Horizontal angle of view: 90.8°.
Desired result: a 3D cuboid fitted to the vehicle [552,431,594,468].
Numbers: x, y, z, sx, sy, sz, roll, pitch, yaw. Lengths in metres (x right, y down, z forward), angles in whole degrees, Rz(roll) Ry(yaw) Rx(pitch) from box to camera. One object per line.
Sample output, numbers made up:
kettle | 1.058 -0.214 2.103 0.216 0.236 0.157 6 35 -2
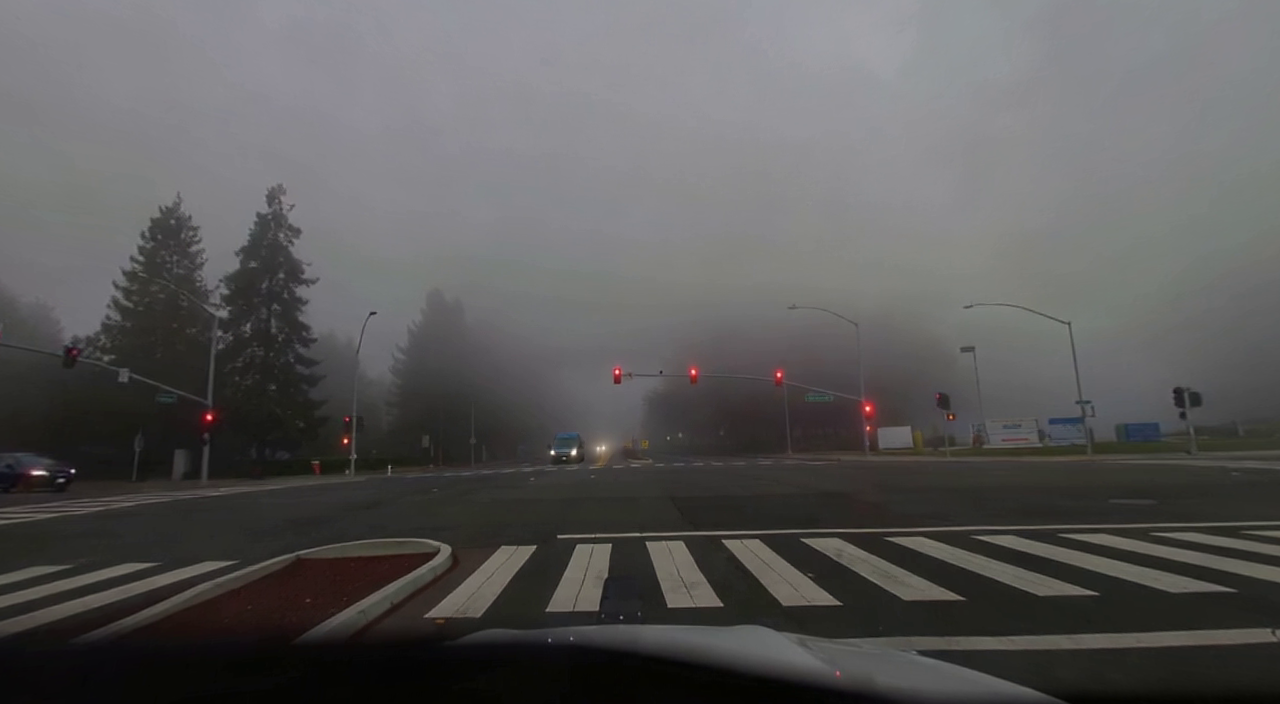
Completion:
vehicle | -4.614 6.899 44.688 2.465 2.404 5.791 0 -8 -1

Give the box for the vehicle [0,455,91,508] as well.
vehicle | -32.659 6.731 33.261 5.861 2.543 2.529 -2 -9 14
